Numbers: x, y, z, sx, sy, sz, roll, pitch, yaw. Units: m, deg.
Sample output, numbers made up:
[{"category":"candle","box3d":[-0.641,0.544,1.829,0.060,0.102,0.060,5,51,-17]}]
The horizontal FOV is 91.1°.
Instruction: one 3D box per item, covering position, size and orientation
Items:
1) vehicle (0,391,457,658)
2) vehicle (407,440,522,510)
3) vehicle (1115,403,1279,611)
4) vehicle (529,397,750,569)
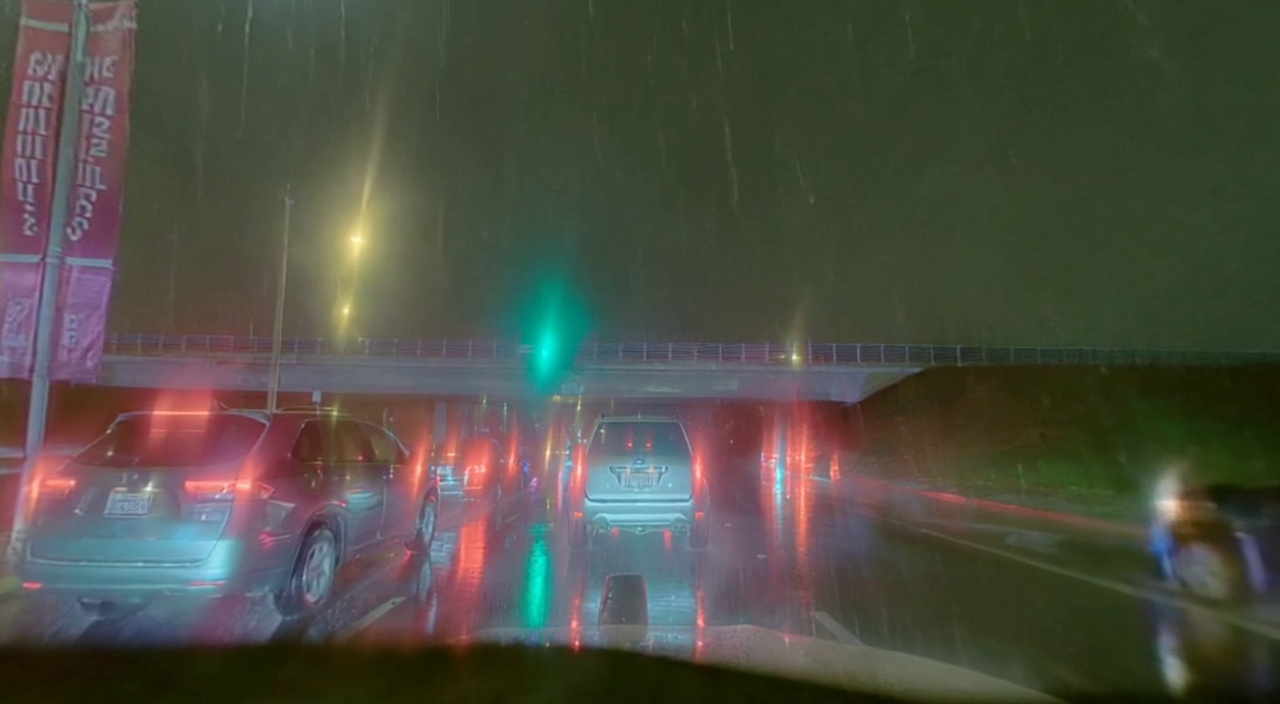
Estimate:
[{"category":"vehicle","box3d":[-3.495,1.434,6.260,2.039,1.709,4.265,0,-9,0]},{"category":"vehicle","box3d":[-4.150,2.944,15.429,1.797,1.505,3.506,0,-9,0]},{"category":"vehicle","box3d":[6.504,1.213,4.680,2.191,1.730,4.658,0,-9,-1]},{"category":"vehicle","box3d":[-0.086,1.770,9.197,2.409,1.864,4.471,0,-9,-2]}]
